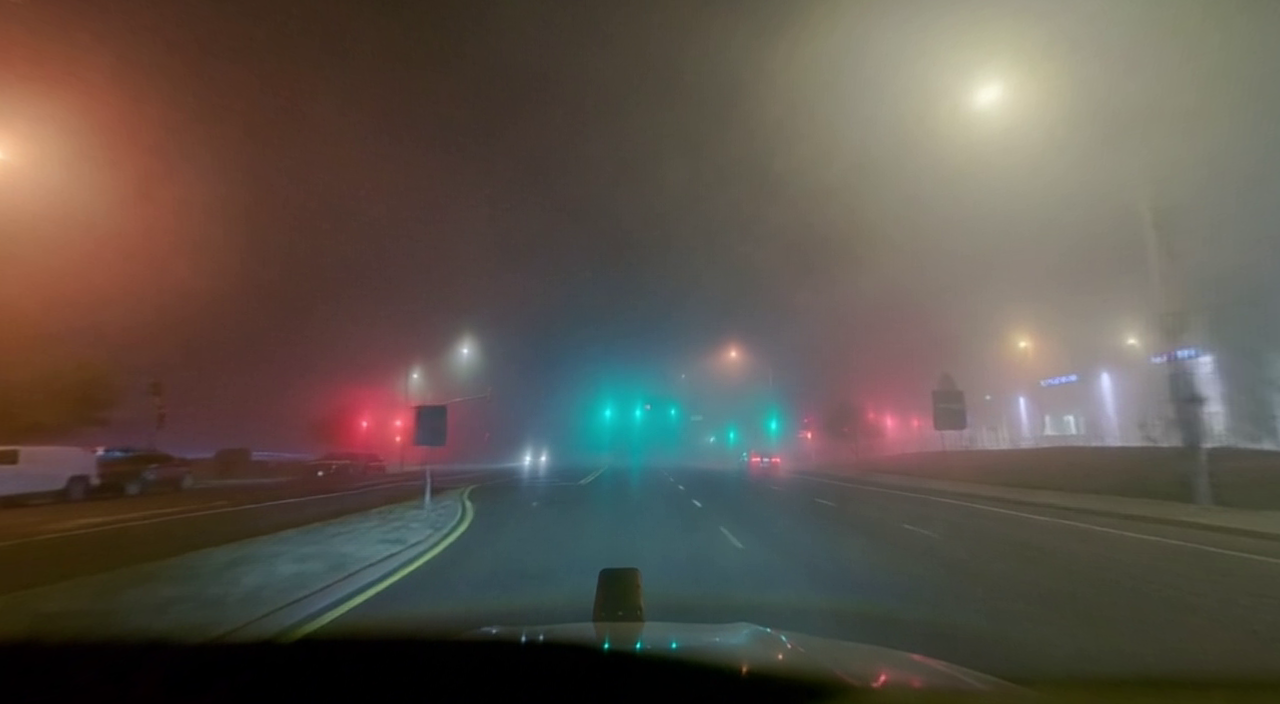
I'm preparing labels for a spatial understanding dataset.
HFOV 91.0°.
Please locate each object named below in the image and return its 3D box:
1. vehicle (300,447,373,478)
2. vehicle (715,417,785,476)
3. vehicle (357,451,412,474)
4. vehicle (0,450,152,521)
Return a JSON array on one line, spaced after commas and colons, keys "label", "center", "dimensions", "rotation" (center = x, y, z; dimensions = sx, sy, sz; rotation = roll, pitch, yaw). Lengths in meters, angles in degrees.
[{"label": "vehicle", "center": [-18.342, 6.707, 38.363], "dimensions": [2.097, 1.733, 4.527], "rotation": [0, -9, 1]}, {"label": "vehicle", "center": [6.514, 5.774, 38.468], "dimensions": [2.802, 3.208, 7.459], "rotation": [0, -9, -1]}, {"label": "vehicle", "center": [-18.218, 7.876, 45.125], "dimensions": [1.901, 1.513, 4.795], "rotation": [0, -9, 0]}, {"label": "vehicle", "center": [-15.408, 3.373, 16.444], "dimensions": [1.917, 1.577, 3.995], "rotation": [0, -9, 4]}]
